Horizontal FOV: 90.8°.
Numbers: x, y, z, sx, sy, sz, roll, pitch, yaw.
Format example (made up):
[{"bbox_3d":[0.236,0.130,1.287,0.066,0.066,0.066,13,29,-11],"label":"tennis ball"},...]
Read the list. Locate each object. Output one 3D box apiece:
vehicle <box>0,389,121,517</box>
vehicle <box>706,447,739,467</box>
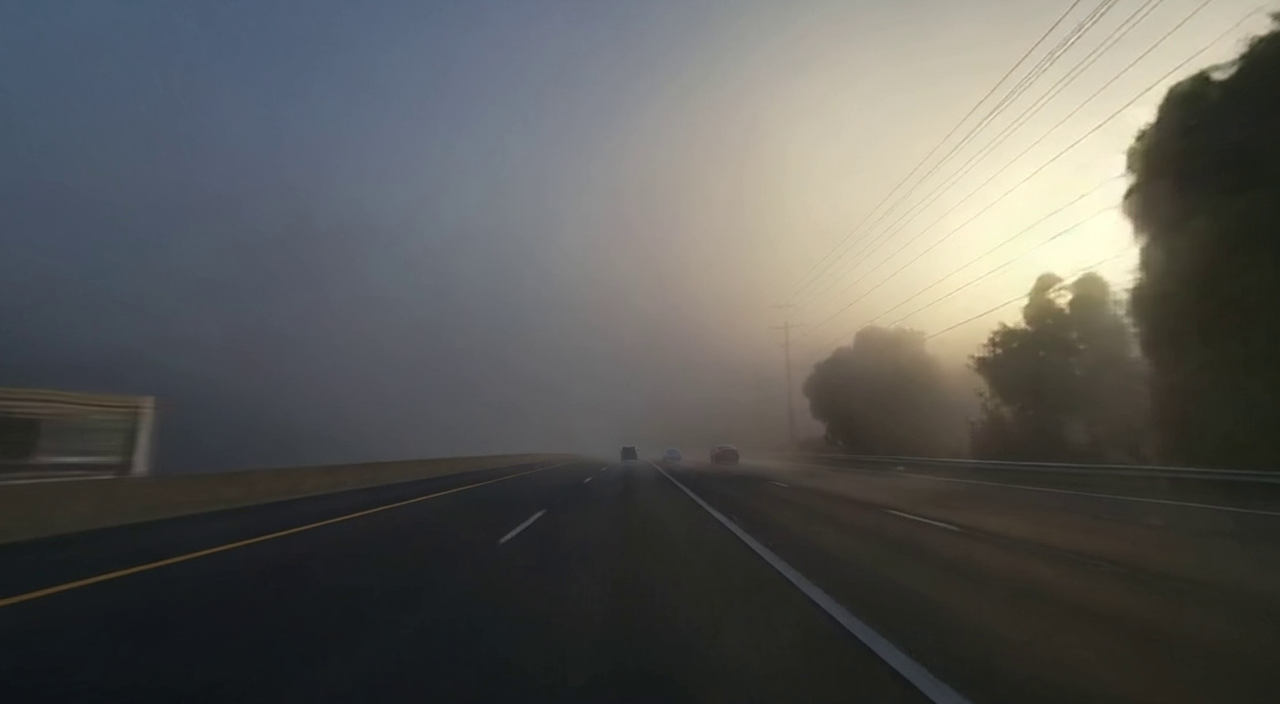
[{"bbox_3d":[-18.987,2.549,15.795,2.951,3.477,10.720,0,-9,-1],"label":"vehicle"},{"bbox_3d":[6.340,8.095,48.940,1.817,1.440,4.075,0,-9,-2],"label":"vehicle"}]
